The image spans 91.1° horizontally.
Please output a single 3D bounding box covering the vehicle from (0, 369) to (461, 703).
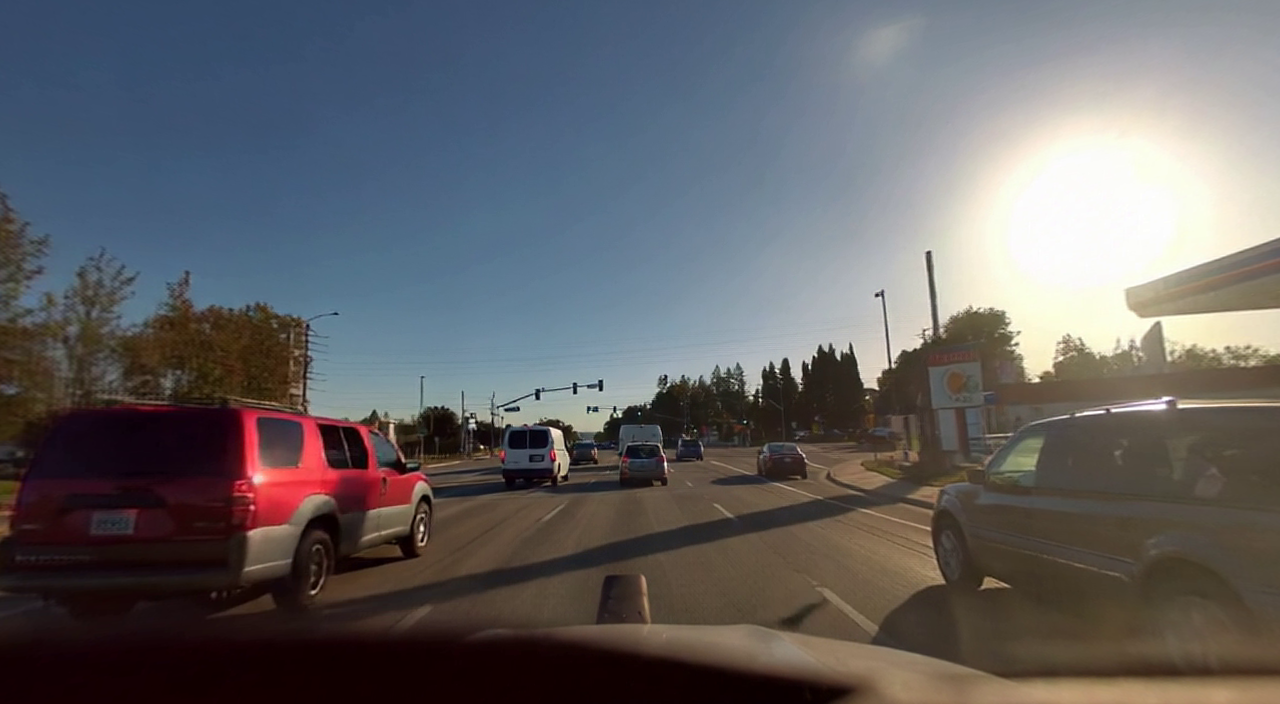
[{"bbox_3d":[-3.477,1.336,5.860,2.002,1.747,5.173,0,-8,1],"label":"vehicle"}]

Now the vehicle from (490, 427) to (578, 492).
[{"bbox_3d":[-3.456,3.630,21.541,2.025,1.936,4.995,0,-8,1],"label":"vehicle"}]

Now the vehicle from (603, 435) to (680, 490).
[{"bbox_3d":[0.078,3.892,22.644,2.426,1.703,5.602,0,-8,1],"label":"vehicle"}]

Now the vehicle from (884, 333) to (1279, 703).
[{"bbox_3d":[3.585,1.063,4.084,2.055,1.786,4.817,0,-8,0],"label":"vehicle"}]

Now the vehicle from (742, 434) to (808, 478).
[{"bbox_3d":[5.681,4.417,27.001,2.119,1.696,4.623,-1,-8,4],"label":"vehicle"}]

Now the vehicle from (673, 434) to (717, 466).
[{"bbox_3d":[3.335,6.069,39.019,2.193,1.795,5.130,0,-8,0],"label":"vehicle"}]
